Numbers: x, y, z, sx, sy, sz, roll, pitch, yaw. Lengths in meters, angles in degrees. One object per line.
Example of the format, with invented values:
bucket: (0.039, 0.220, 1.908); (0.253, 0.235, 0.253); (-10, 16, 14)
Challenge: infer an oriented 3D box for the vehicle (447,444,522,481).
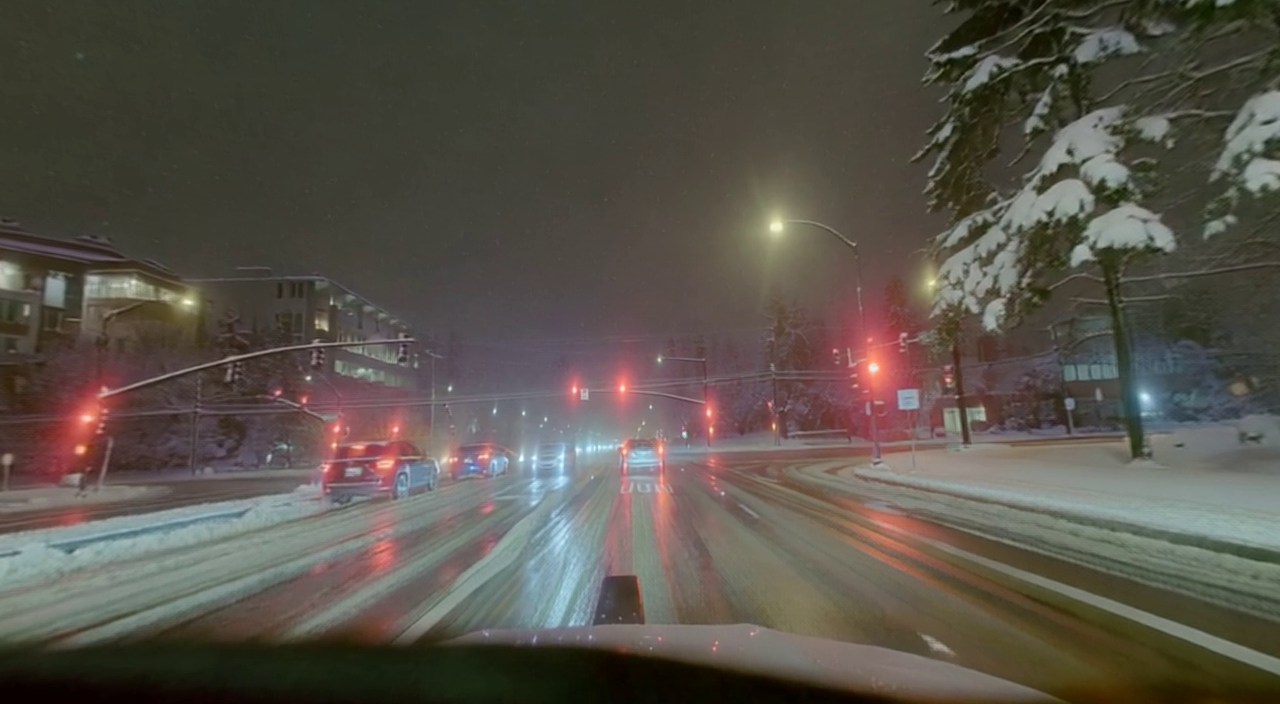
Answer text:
vehicle: (-6.551, 4.699, 27.125); (2.074, 1.447, 4.224); (0, -8, 1)

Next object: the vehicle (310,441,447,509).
vehicle: (-6.760, 3.177, 16.879); (1.869, 1.570, 4.064); (0, -8, 1)

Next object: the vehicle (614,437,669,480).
vehicle: (0.066, 4.146, 24.852); (1.985, 1.521, 3.968); (0, -8, 0)

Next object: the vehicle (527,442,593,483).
vehicle: (-2.997, 4.233, 24.511); (1.946, 1.437, 4.154); (0, -8, 1)
